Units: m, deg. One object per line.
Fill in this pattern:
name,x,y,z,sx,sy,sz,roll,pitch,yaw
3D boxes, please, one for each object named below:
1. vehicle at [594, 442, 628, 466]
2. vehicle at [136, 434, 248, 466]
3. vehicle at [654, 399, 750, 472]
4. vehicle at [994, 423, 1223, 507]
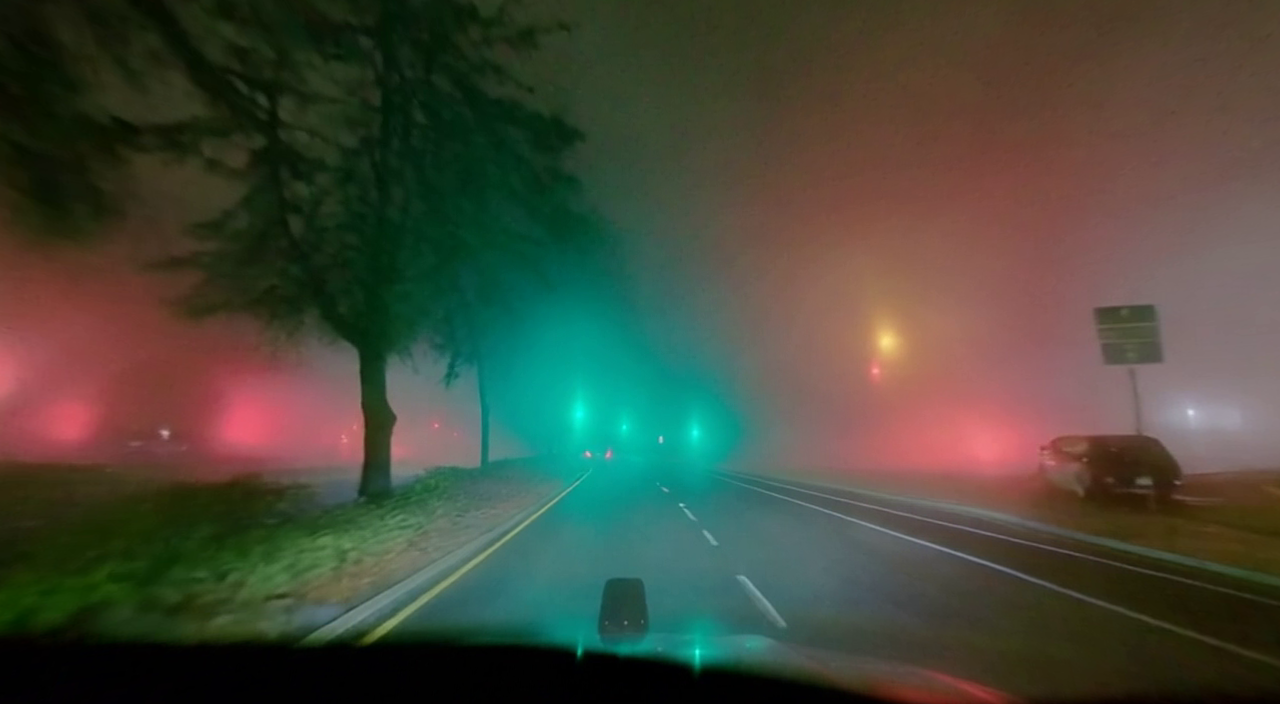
vehicle,-1.960,6.719,41.692,2.113,1.462,4.203,1,-9,-4
vehicle,-23.950,5.270,33.849,4.348,1.653,1.948,2,-9,-11
vehicle,2.965,4.732,34.984,3.037,3.261,12.926,1,-9,-5
vehicle,11.515,2.808,16.120,2.145,1.795,4.992,0,-9,2
